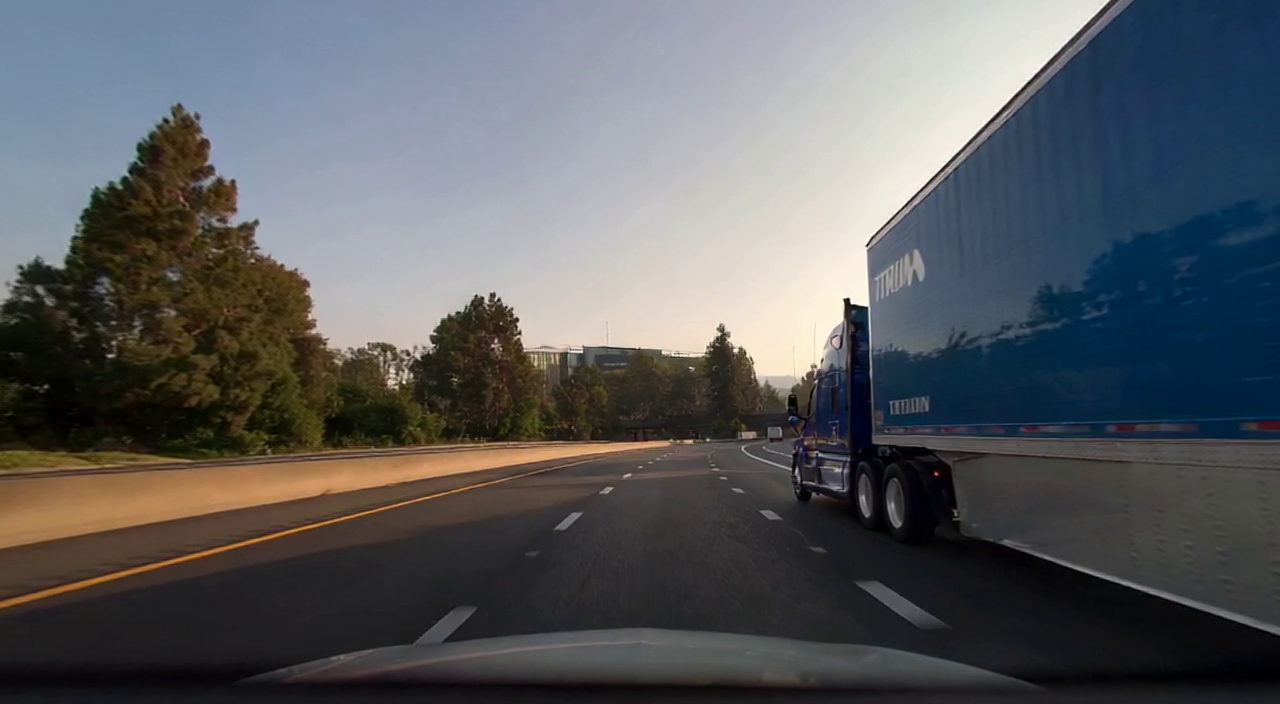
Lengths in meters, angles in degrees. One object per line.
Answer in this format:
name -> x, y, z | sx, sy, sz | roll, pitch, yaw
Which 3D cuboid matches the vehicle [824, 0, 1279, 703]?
vehicle -> 4.526, -0.051, 4.360 | 2.792, 4.056, 13.259 | 0, -8, 1
